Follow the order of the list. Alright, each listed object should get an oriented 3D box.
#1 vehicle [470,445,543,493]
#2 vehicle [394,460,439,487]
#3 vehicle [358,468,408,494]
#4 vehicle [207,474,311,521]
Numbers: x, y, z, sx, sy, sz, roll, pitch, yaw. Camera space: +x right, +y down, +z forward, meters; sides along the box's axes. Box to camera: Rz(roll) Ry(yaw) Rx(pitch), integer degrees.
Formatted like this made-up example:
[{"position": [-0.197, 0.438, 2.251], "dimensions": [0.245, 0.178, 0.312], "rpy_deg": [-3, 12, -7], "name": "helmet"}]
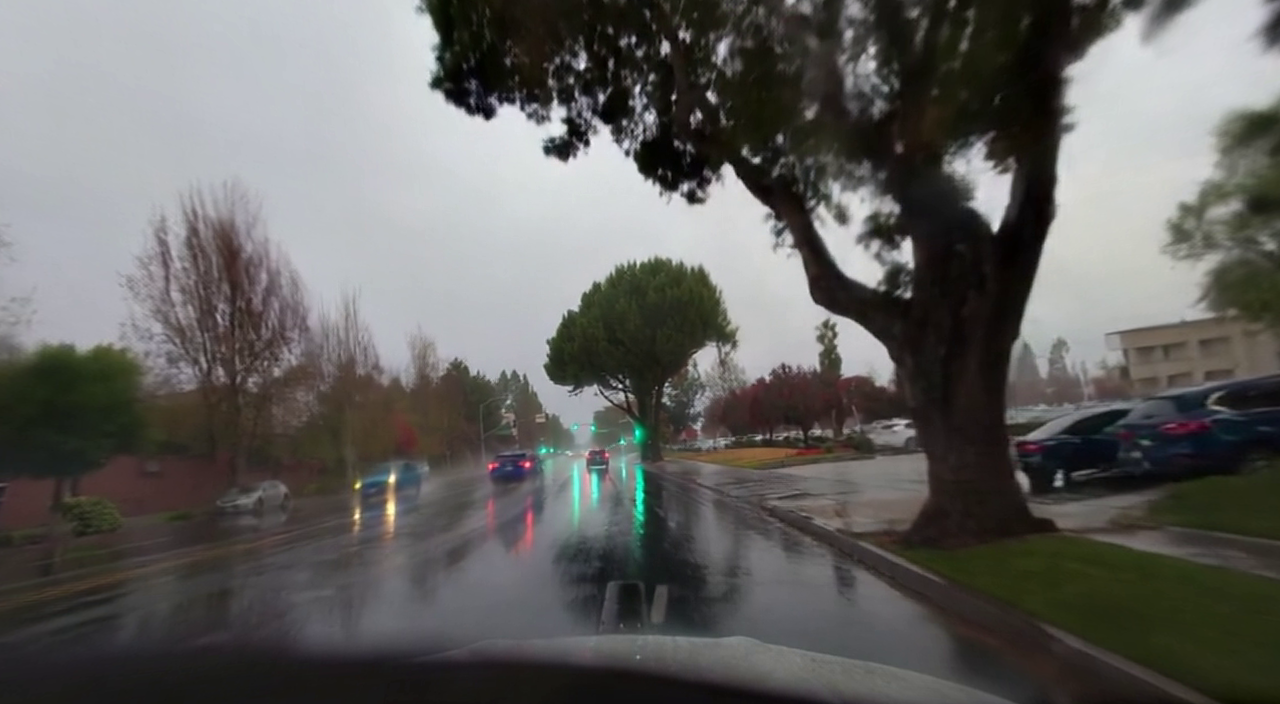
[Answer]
[{"position": [-5.287, 4.685, 25.696], "dimensions": [2.097, 1.755, 4.336], "rpy_deg": [0, -8, -1], "name": "vehicle"}, {"position": [-17.532, 9.548, 49.748], "dimensions": [1.996, 1.886, 4.692], "rpy_deg": [0, -9, -3], "name": "vehicle"}, {"position": [-17.357, 8.701, 42.903], "dimensions": [1.880, 1.476, 4.715], "rpy_deg": [0, -8, -6], "name": "vehicle"}, {"position": [-16.287, 6.203, 27.296], "dimensions": [1.874, 1.392, 4.633], "rpy_deg": [-6, -8, -4], "name": "vehicle"}]
